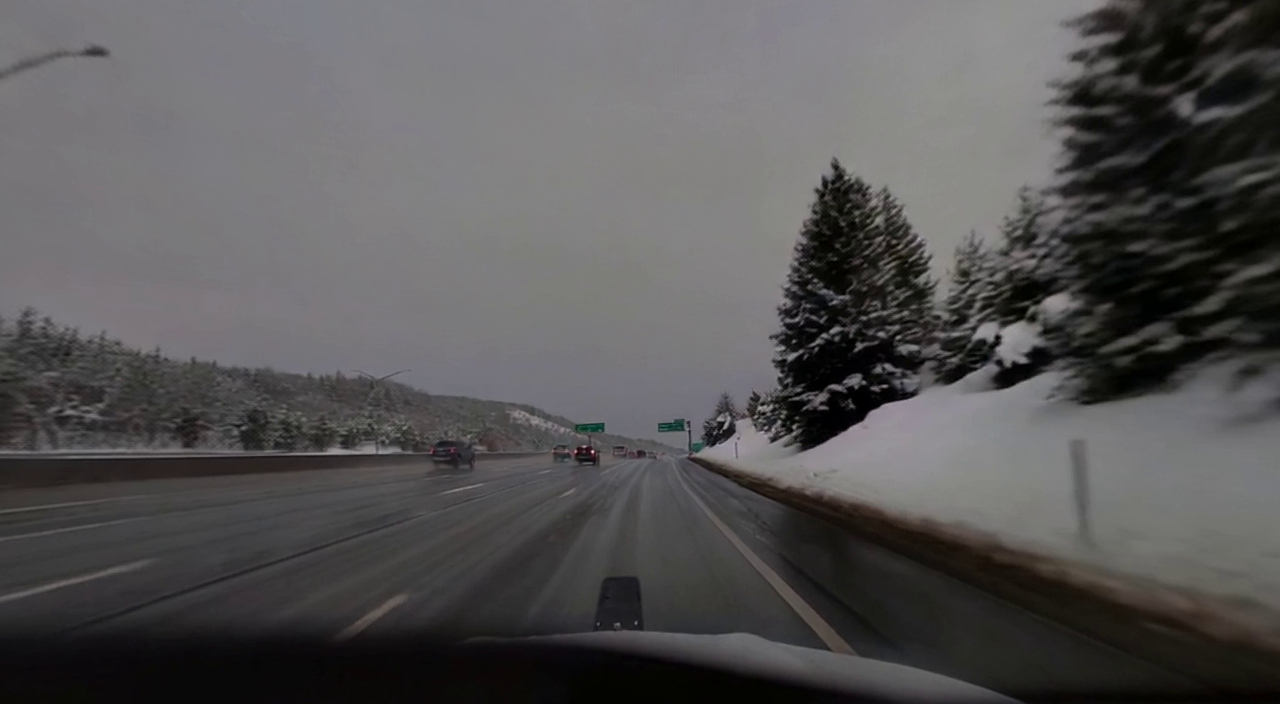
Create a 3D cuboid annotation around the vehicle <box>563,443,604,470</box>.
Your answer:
[{"bbox_3d":[-3.297,6.198,37.550,1.931,1.492,4.076,0,-8,2],"label":"vehicle"}]

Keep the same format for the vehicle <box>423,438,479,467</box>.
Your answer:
[{"bbox_3d":[-12.433,6.650,41.857,2.076,1.766,4.831,0,-8,2],"label":"vehicle"}]
